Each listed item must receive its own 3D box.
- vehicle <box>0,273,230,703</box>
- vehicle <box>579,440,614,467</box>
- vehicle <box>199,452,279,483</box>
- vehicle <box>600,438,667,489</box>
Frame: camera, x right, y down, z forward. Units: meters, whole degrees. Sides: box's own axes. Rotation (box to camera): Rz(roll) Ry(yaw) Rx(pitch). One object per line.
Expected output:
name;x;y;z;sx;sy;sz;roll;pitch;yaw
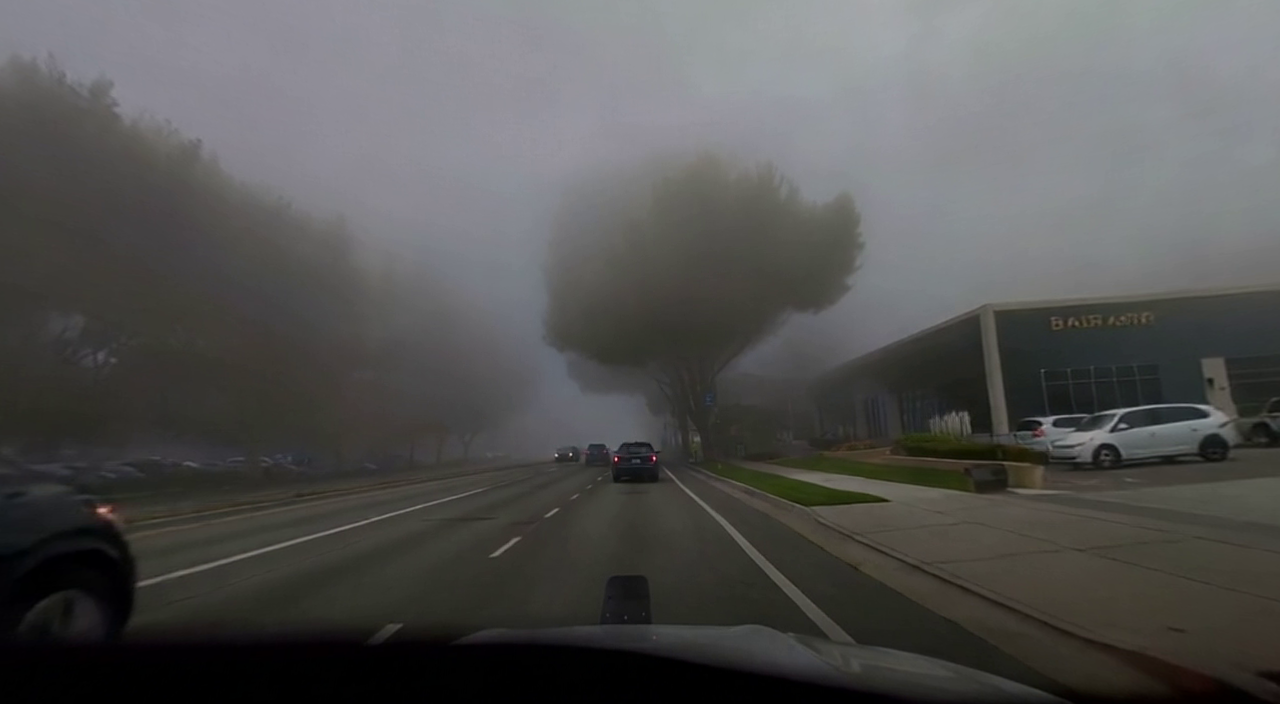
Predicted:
vehicle;-3.716;0.476;0.999;2.358;1.990;5.447;0;-8;1
vehicle;-3.135;7.440;46.408;2.064;1.859;5.154;0;-8;2
vehicle;-24.514;7.044;38.741;1.791;1.724;4.432;0;-9;2
vehicle;-0.187;3.849;22.099;2.108;1.612;4.246;0;-8;1
